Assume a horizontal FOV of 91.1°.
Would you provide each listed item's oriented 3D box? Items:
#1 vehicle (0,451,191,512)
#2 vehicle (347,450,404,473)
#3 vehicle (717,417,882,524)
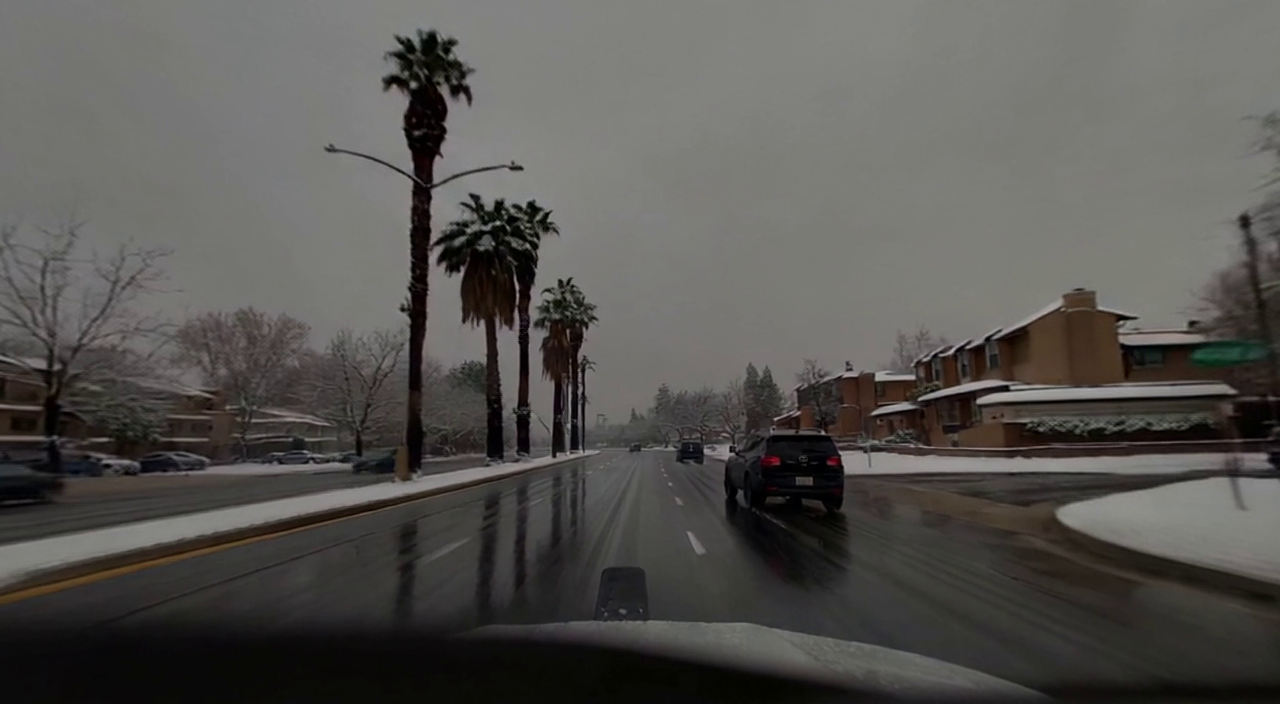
[{"bbox_3d":[-15.263,3.576,17.831,2.018,1.438,4.448,1,-8,-6],"label":"vehicle"},{"bbox_3d":[-18.565,7.660,44.304,1.900,1.476,4.746,0,-8,1],"label":"vehicle"},{"bbox_3d":[3.000,2.371,13.079,2.195,1.804,4.658,0,-8,0],"label":"vehicle"}]
